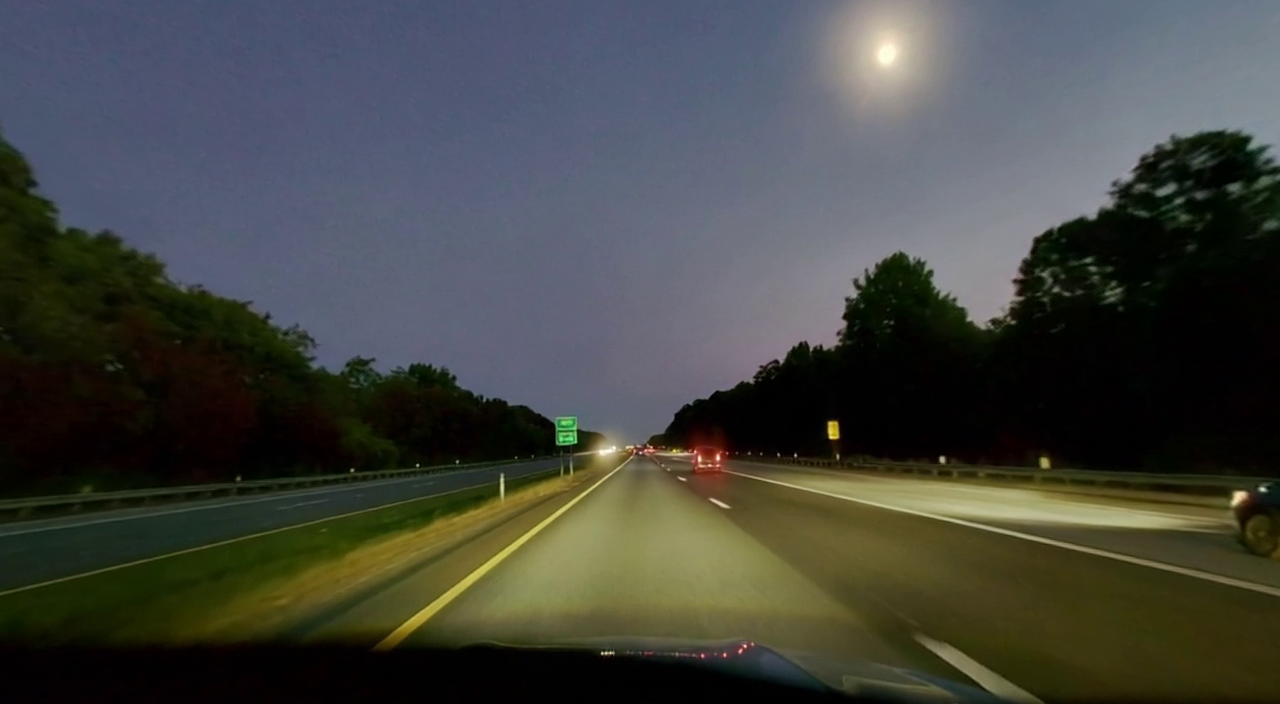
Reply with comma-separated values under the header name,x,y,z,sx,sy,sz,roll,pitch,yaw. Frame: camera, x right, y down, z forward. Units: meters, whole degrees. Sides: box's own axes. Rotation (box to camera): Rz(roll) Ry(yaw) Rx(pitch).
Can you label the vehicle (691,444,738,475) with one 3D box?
name,x,y,z,sx,sy,sz,roll,pitch,yaw
vehicle,4.155,6.097,35.855,2.058,1.605,4.116,0,-9,-2
